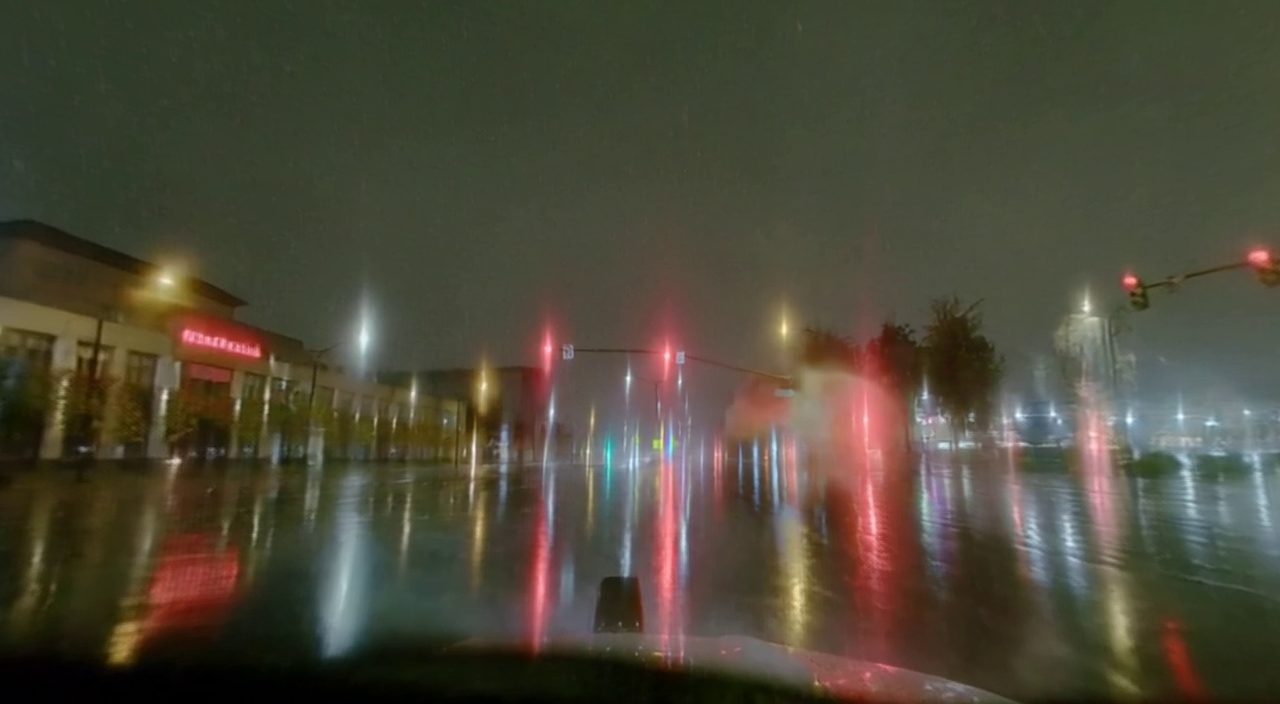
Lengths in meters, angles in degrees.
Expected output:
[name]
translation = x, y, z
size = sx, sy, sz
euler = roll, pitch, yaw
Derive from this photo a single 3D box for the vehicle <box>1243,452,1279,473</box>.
[vehicle]
translation = 45.058, 7.816, 44.634
size = 4.341, 1.400, 1.849
euler = 4, -10, -28
